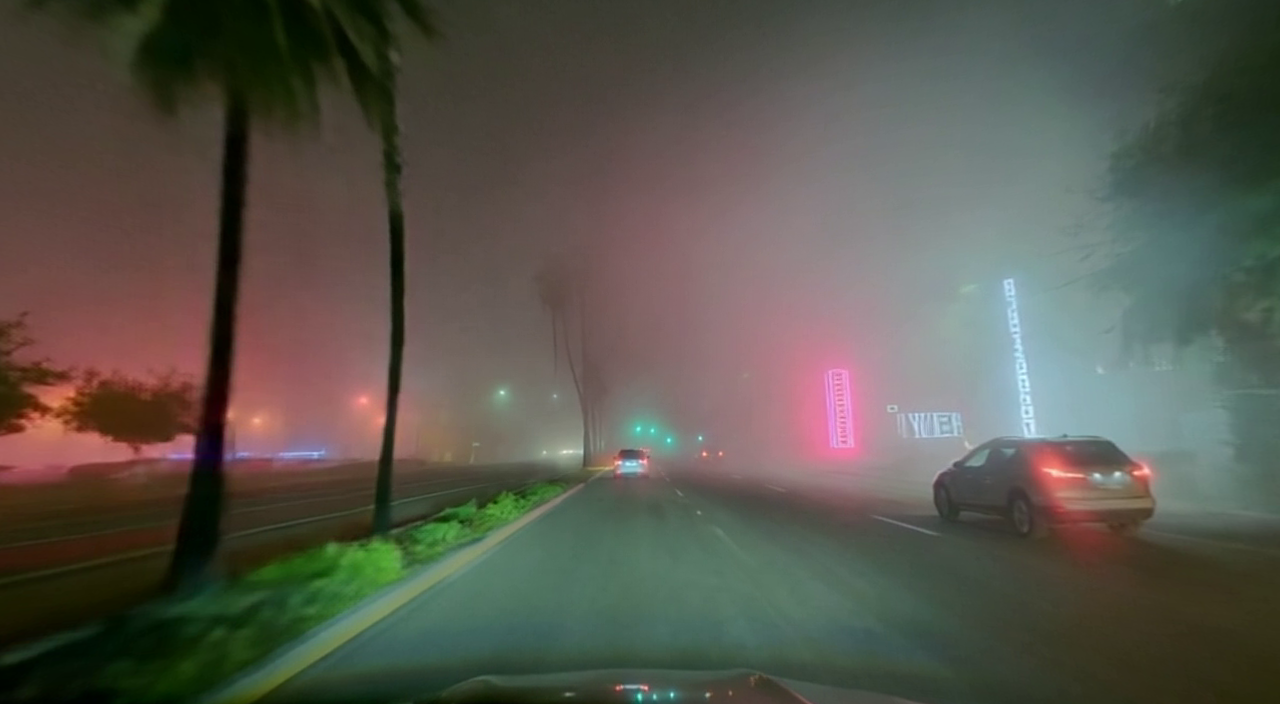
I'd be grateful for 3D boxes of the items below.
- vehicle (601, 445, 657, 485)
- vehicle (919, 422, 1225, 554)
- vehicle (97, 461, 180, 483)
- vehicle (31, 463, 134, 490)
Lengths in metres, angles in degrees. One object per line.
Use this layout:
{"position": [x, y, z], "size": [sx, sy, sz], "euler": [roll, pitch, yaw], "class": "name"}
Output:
{"position": [-0.400, 4.231, 23.898], "size": [1.970, 1.402, 3.756], "euler": [0, -8, 0], "class": "vehicle"}
{"position": [6.335, 2.000, 9.936], "size": [1.949, 1.647, 3.894], "euler": [0, -8, -2], "class": "vehicle"}
{"position": [-33.871, 8.110, 42.543], "size": [4.047, 1.400, 1.866], "euler": [-1, -8, 3], "class": "vehicle"}
{"position": [-33.420, 7.457, 37.816], "size": [4.389, 1.448, 1.925], "euler": [0, -8, 2], "class": "vehicle"}
